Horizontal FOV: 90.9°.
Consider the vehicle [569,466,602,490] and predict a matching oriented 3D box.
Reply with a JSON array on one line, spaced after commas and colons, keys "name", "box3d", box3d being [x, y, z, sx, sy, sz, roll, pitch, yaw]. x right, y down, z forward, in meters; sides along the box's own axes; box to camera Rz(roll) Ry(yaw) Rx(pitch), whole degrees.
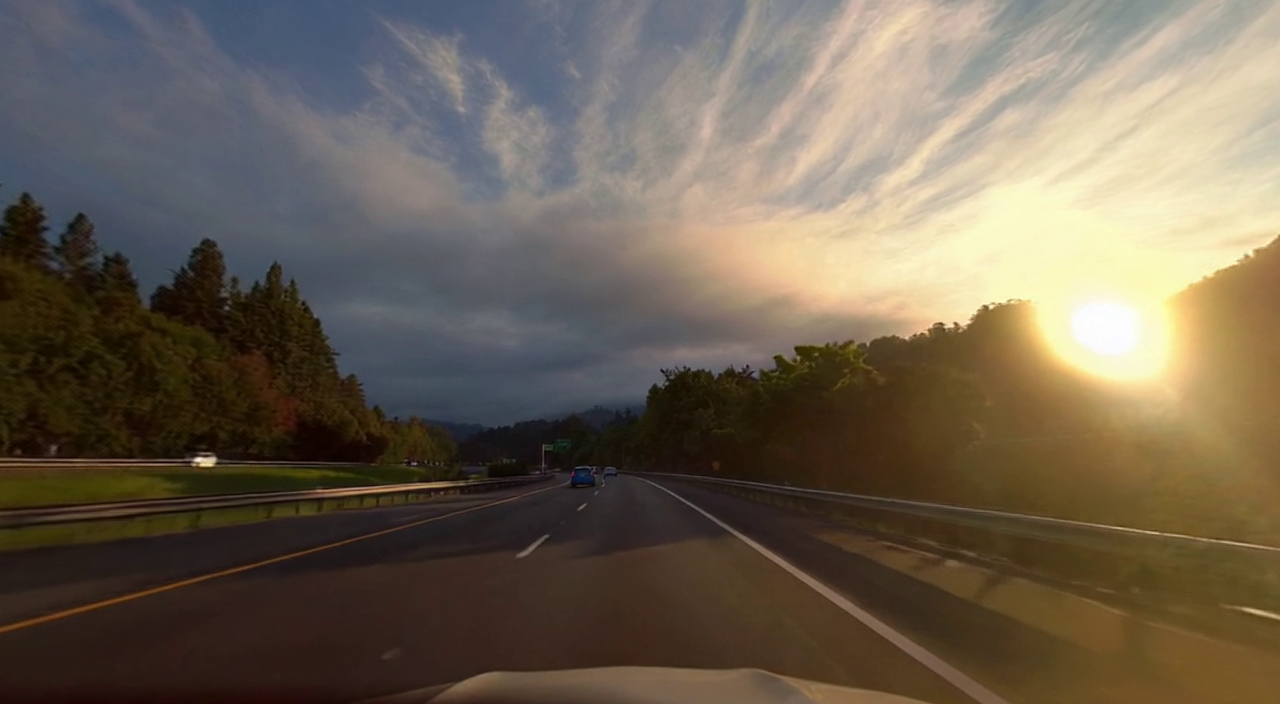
[{"name": "vehicle", "box3d": [-3.687, 8.674, 43.643, 1.967, 1.556, 4.364, 1, -10, -1]}]
